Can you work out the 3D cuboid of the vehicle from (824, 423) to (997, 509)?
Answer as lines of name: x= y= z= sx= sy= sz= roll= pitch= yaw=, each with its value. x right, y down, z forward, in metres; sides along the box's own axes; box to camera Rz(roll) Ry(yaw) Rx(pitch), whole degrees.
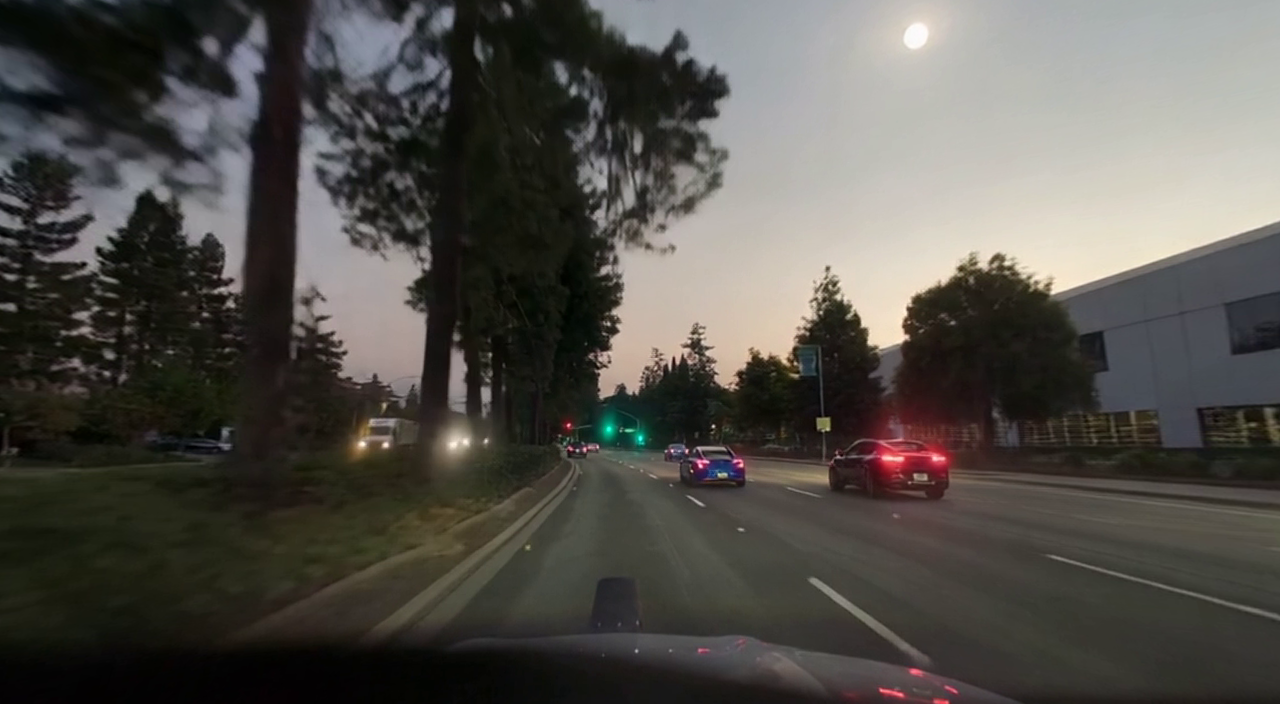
vehicle: x=6.173 y=2.637 z=15.097 sx=1.987 sy=1.730 sz=4.373 roll=1 pitch=-8 yaw=-3

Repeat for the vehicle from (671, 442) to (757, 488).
vehicle: x=2.290 y=3.649 z=20.803 sx=1.990 sy=1.347 sz=4.388 roll=1 pitch=-8 yaw=-4

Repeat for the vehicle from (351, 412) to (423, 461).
vehicle: x=-17.521 y=5.986 z=44.345 sx=2.989 sy=3.150 sz=6.793 roll=1 pitch=-8 yaw=-8

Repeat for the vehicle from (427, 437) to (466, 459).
vehicle: x=-14.428 y=7.181 z=47.257 sx=1.965 sy=1.514 sz=4.404 roll=1 pitch=-8 yaw=-7
